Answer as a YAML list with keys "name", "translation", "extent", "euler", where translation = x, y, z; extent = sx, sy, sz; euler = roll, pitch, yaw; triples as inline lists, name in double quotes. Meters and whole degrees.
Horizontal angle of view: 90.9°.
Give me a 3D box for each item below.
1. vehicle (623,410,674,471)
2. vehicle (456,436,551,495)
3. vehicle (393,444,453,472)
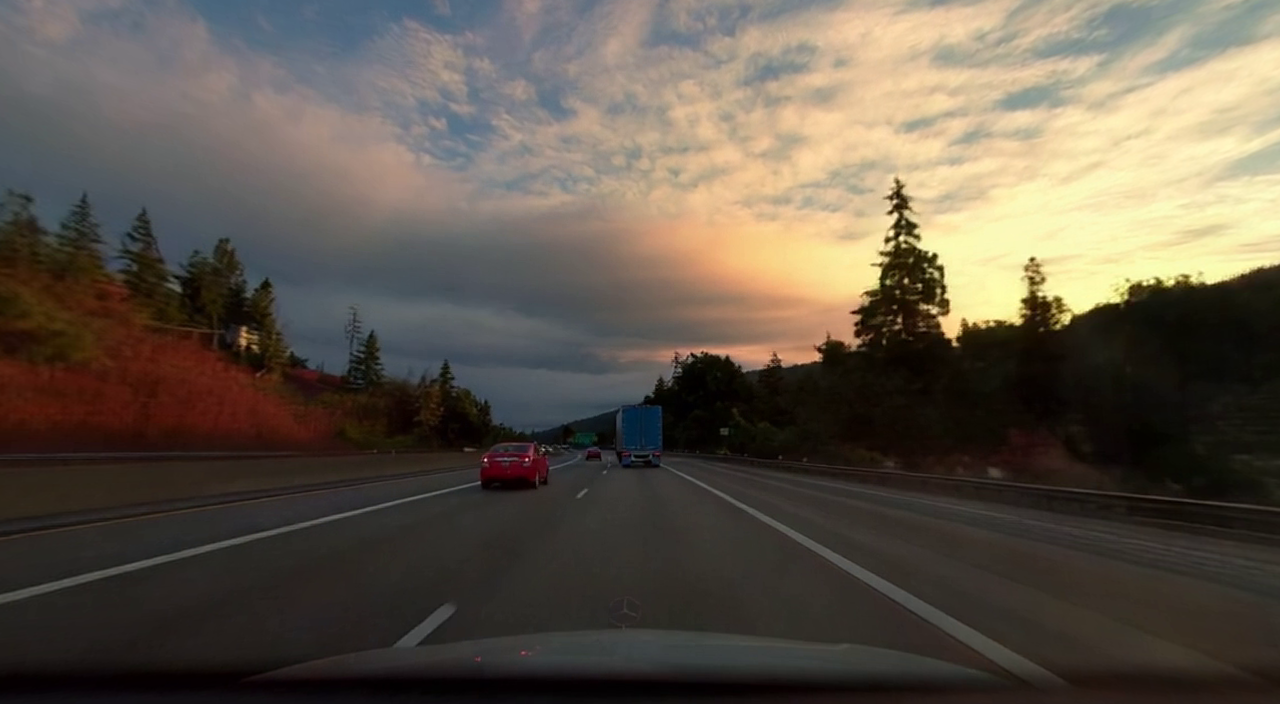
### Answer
- name: "vehicle"
  translation: [0.391, 5.987, 42.136]
  extent: [2.893, 3.628, 9.081]
  euler: [0, -9, -2]
- name: "vehicle"
  translation: [-4.025, 3.409, 19.268]
  extent: [1.977, 1.602, 3.944]
  euler: [0, -9, 0]
- name: "vehicle"
  translation: [-12.555, 6.163, 36.745]
  extent: [1.908, 1.502, 4.513]
  euler: [0, -9, -1]
